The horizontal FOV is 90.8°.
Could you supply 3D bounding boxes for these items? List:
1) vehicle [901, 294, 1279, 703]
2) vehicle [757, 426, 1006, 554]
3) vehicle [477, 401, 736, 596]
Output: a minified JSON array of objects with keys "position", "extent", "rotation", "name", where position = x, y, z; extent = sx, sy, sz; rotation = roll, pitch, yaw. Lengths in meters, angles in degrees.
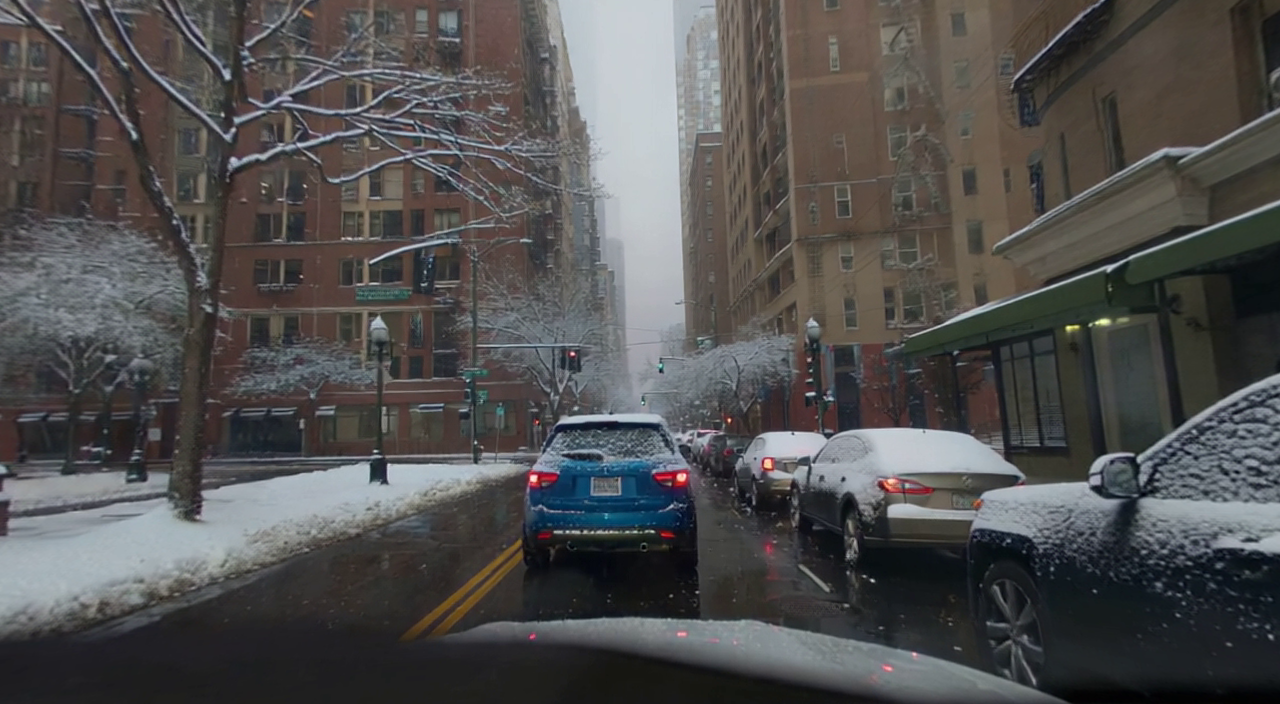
[{"position":[2.999,0.753,2.241],"extent":[2.063,1.760,4.664],"rotation":[0,-9,-1],"name":"vehicle"},{"position":[3.287,1.978,9.823],"extent":[1.941,1.482,4.632],"rotation":[0,-9,-2],"name":"vehicle"},{"position":[-0.343,1.583,7.626],"extent":[2.249,1.684,4.084],"rotation":[0,-9,-2],"name":"vehicle"}]
